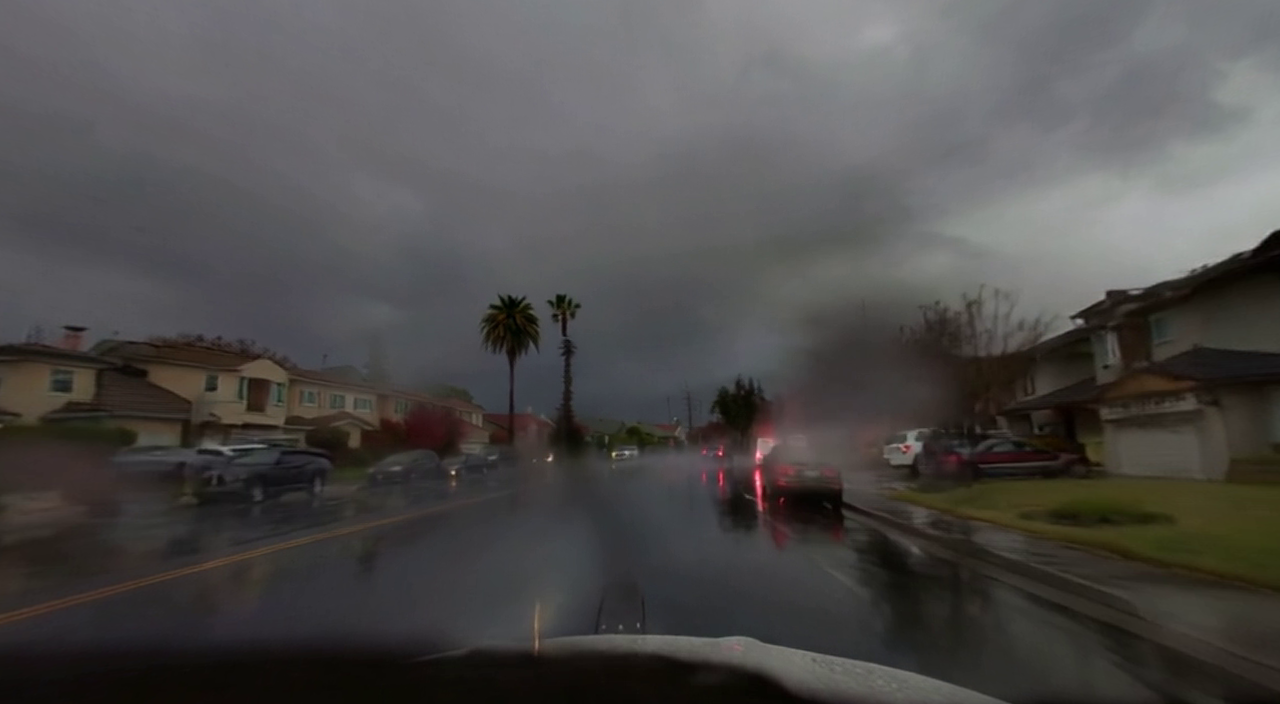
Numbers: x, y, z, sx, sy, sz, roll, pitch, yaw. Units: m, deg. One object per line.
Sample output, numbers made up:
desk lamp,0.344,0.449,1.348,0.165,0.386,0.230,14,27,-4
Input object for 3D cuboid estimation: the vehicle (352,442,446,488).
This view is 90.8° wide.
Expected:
vehicle,-11.385,5.365,30.338,2.081,1.948,4.821,-1,-9,8

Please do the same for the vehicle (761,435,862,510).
vehicle,4.397,3.138,16.935,2.043,1.692,4.581,-1,-9,9

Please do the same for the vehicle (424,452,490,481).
vehicle,-10.299,6.451,35.946,1.786,1.488,4.518,-3,-9,10

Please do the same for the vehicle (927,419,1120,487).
vehicle,11.596,3.132,19.501,4.557,1.795,1.986,-4,-10,13

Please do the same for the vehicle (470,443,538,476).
vehicle,-8.873,7.098,42.013,2.051,1.957,5.968,-1,-9,13

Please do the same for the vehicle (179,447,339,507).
vehicle,-12.614,4.124,21.380,1.967,1.736,4.730,-1,-9,8

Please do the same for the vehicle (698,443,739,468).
vehicle,5.095,6.621,40.403,2.035,1.474,4.284,-2,-9,14
